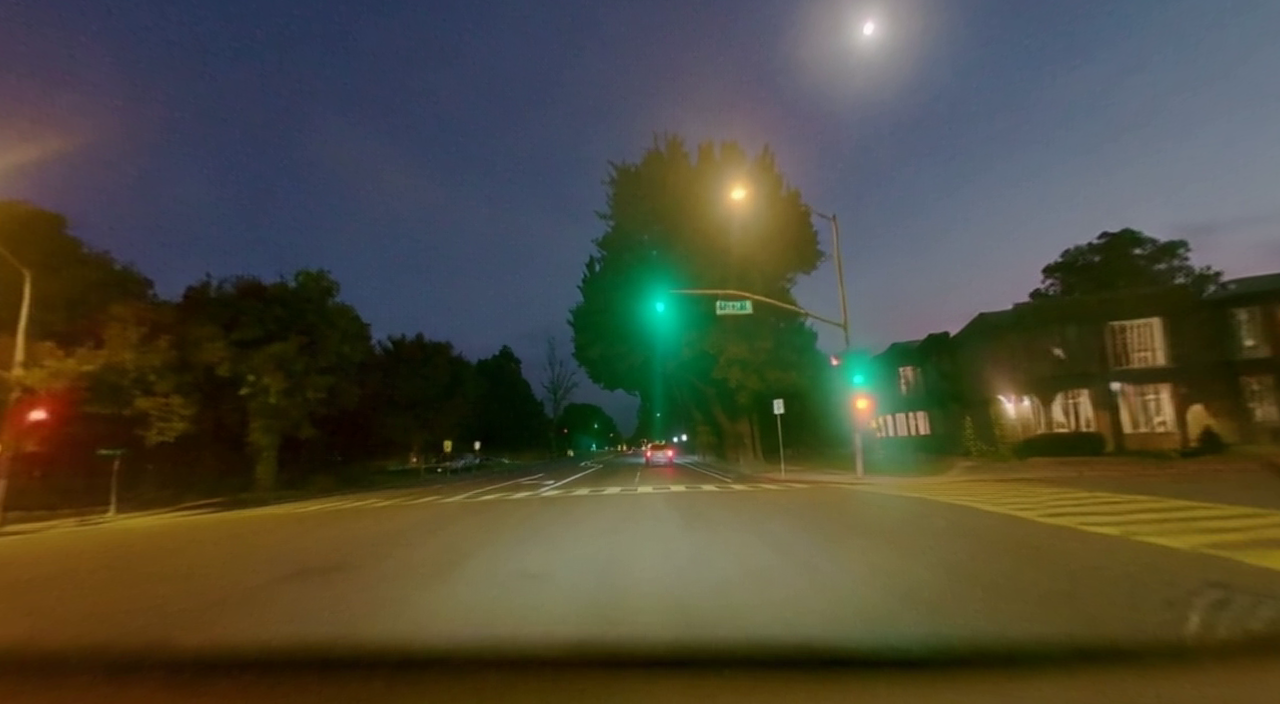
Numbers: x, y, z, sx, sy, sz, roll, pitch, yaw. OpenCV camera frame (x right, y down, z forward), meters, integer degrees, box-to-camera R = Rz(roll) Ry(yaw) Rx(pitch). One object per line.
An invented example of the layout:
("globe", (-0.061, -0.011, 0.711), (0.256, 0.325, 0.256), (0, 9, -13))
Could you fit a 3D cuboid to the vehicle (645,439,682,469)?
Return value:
("vehicle", (1.470, 6.514, 40.689), (2.215, 1.799, 4.426), (0, -8, 1))
